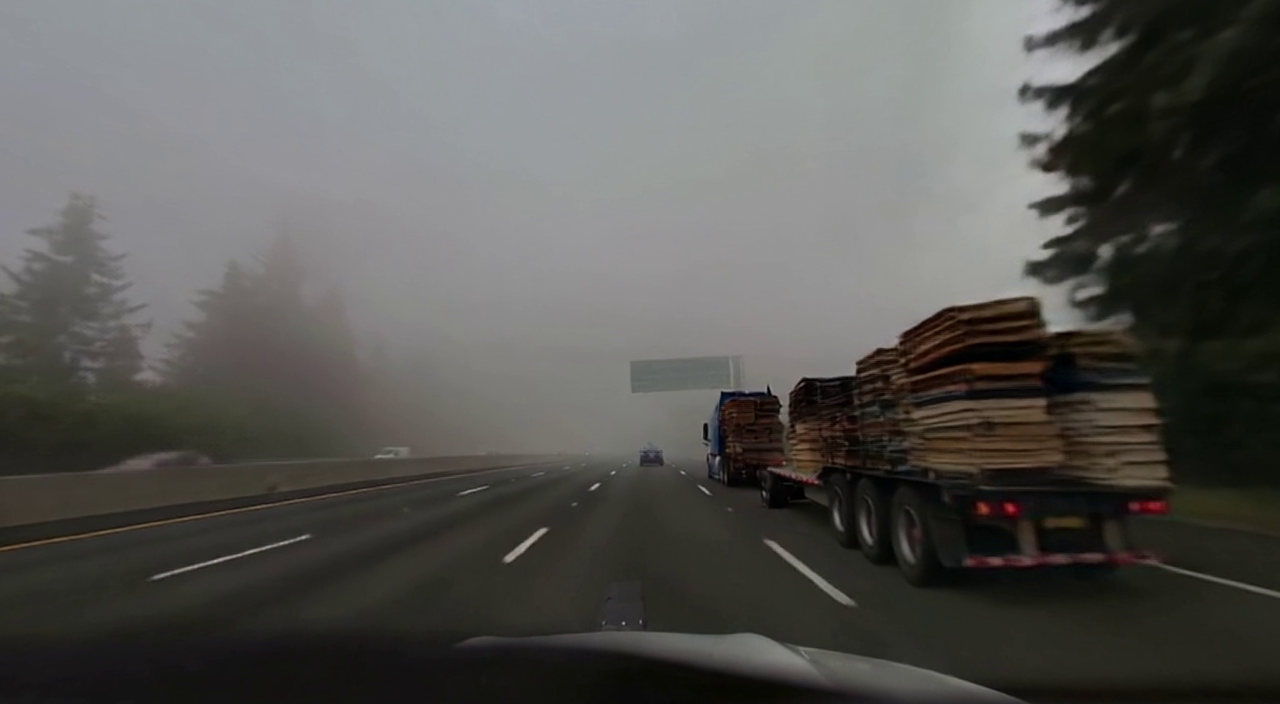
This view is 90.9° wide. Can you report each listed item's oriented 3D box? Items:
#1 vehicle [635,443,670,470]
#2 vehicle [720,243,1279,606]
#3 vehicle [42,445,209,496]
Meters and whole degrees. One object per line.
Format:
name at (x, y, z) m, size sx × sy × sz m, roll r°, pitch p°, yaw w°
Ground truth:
vehicle at (0.712, 6.332, 38.489) m, size 2.042 × 1.528 × 4.300 m, roll 0°, pitch -8°, yaw 0°
vehicle at (4.398, 1.912, 14.844) m, size 2.917 × 3.179 × 18.723 m, roll 0°, pitch -8°, yaw 1°
vehicle at (-17.460, 3.987, 21.761) m, size 1.811 × 1.505 × 4.628 m, roll 0°, pitch -8°, yaw 1°
